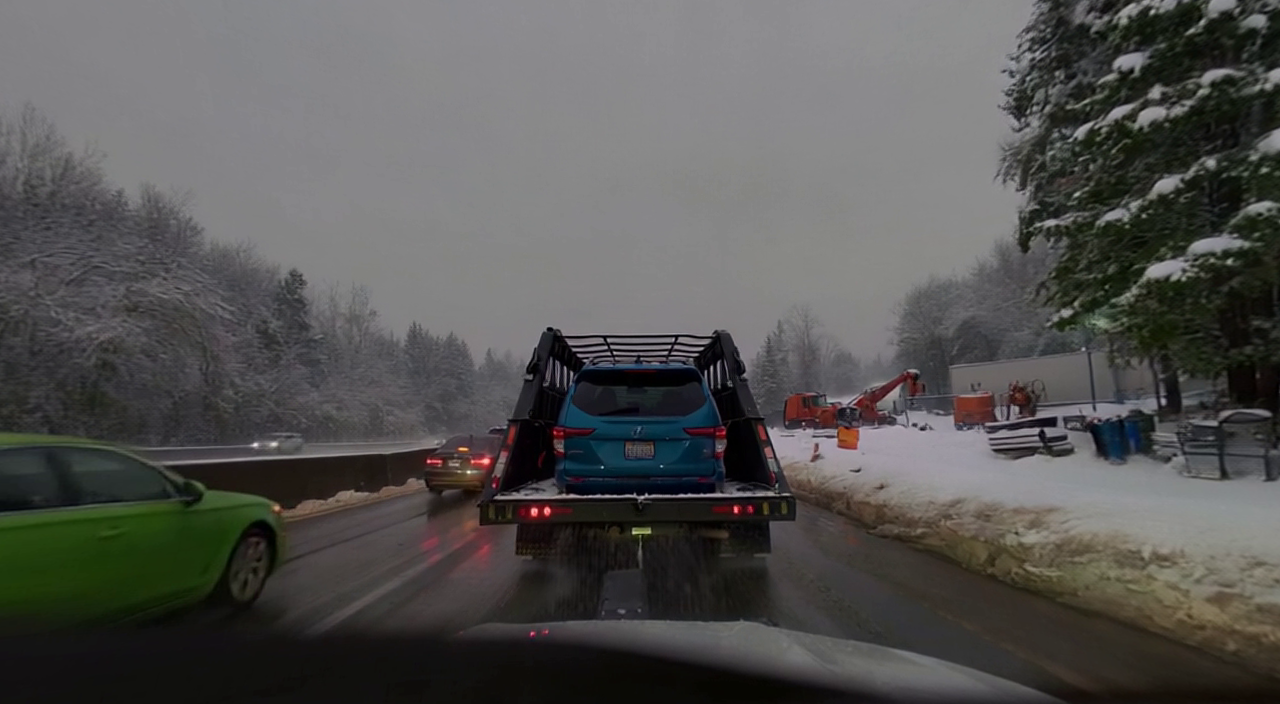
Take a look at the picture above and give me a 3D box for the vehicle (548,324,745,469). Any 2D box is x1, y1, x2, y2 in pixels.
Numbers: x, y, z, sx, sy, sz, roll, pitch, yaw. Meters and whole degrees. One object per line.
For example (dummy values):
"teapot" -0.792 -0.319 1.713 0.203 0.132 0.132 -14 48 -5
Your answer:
"vehicle" -0.023 0.829 9.325 2.156 1.604 4.680 0 -9 -2

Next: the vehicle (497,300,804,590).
"vehicle" -0.165 1.582 10.947 2.735 2.597 10.435 1 -9 -3

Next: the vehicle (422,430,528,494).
"vehicle" -4.746 3.237 18.940 2.057 1.665 4.572 0 -9 -2

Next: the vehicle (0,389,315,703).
"vehicle" -3.842 0.942 2.831 2.155 1.513 4.964 0 -9 0
